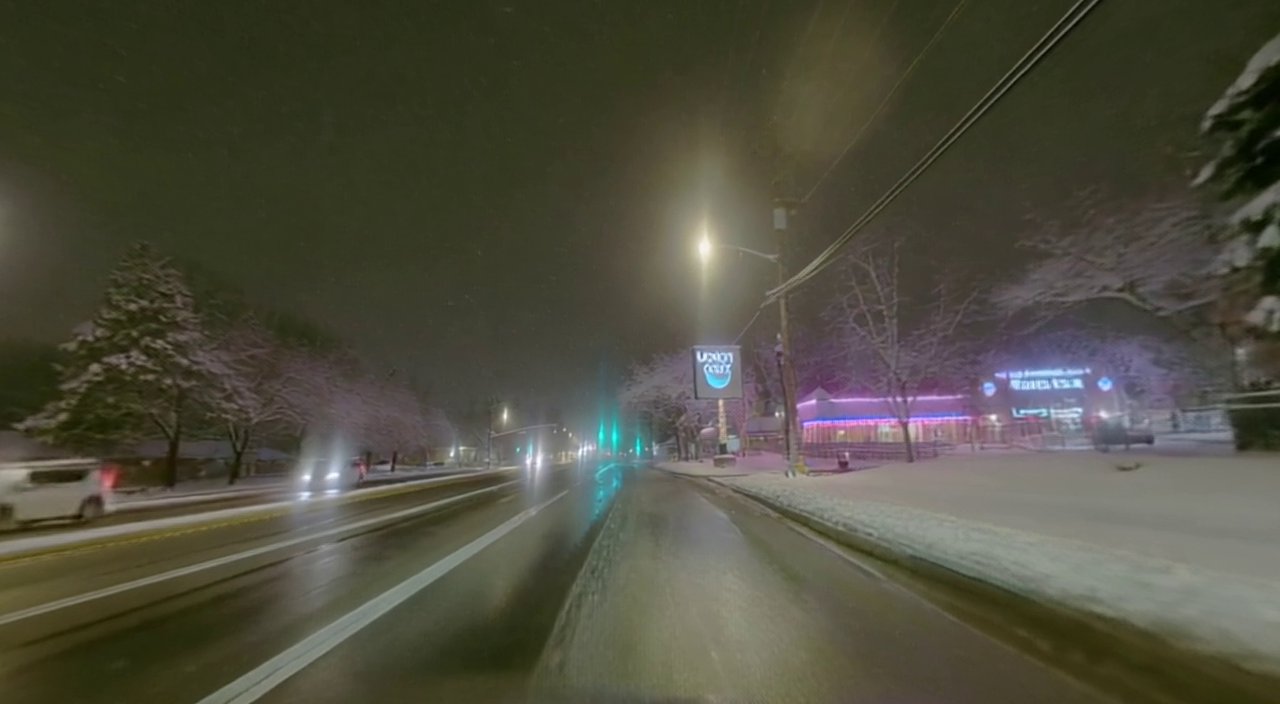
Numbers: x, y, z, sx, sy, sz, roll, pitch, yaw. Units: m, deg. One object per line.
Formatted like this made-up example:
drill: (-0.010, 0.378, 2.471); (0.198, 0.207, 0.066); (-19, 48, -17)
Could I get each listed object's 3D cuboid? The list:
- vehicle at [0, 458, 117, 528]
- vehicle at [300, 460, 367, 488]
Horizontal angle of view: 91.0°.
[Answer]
vehicle: (-18.455, 4.081, 18.406); (2.067, 1.806, 4.832); (0, -8, 0)
vehicle: (-18.614, 7.393, 38.418); (1.834, 1.469, 4.496); (0, -8, 0)
